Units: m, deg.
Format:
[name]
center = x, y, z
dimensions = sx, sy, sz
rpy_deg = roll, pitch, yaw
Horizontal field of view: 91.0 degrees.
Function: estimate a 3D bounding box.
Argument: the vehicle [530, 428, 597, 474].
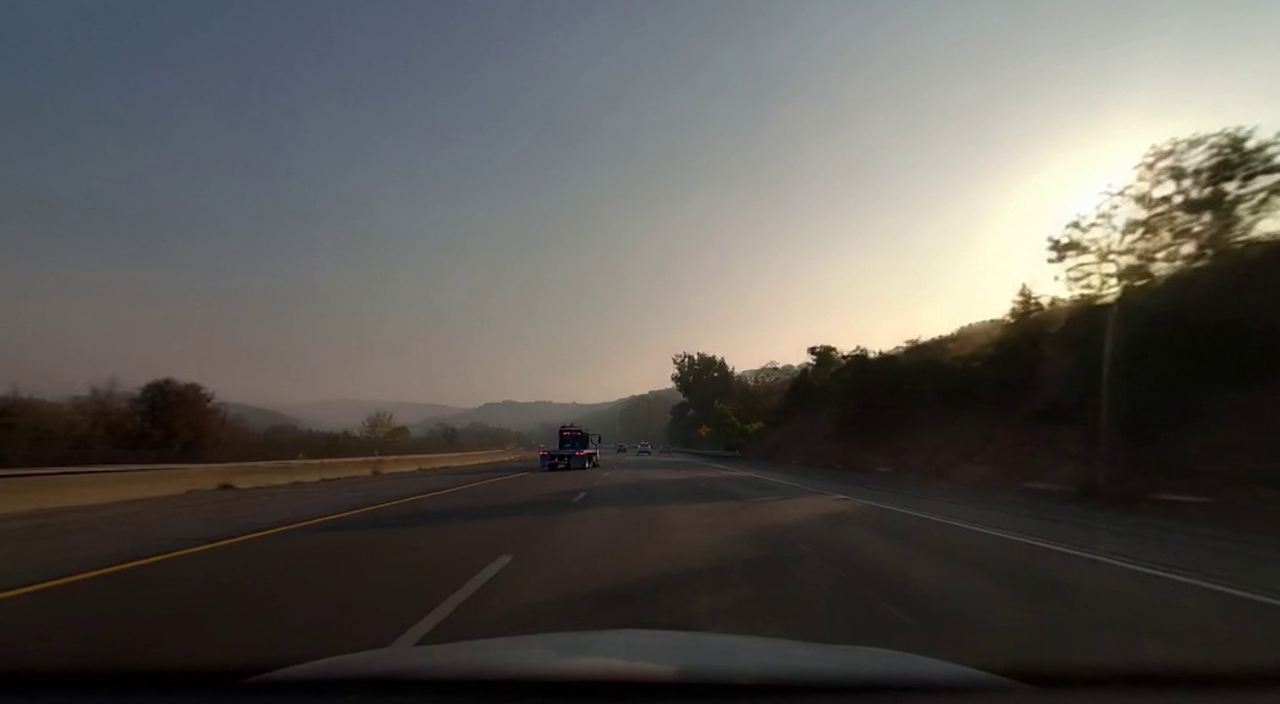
[vehicle]
center = -3.425, 4.616, 29.501
dimensions = 2.379, 1.918, 5.504
rpy_deg = 0, -8, 1
